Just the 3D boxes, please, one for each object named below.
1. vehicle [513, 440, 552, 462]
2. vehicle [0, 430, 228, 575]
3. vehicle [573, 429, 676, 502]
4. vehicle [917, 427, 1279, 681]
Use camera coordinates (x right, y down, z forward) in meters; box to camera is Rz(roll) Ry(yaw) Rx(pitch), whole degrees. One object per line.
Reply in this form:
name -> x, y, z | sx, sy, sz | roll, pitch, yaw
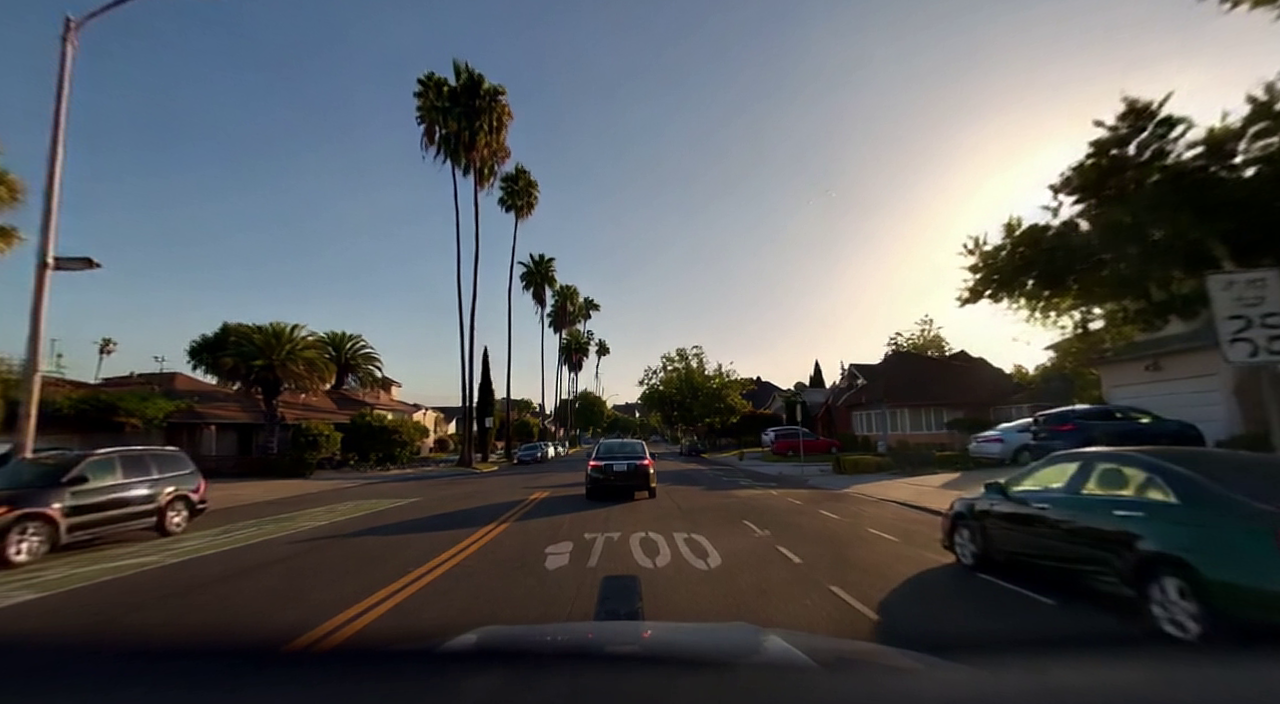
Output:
vehicle -> -8.287, 7.670, 49.091 | 2.069, 1.441, 4.368 | -3, -6, 1
vehicle -> -8.636, 2.123, 9.725 | 1.945, 1.666, 4.107 | -3, -6, -1
vehicle -> -0.369, 2.630, 15.008 | 2.098, 1.483, 4.099 | 0, -9, -2
vehicle -> 4.809, 1.532, 5.923 | 2.013, 1.501, 5.235 | 0, -9, -1
